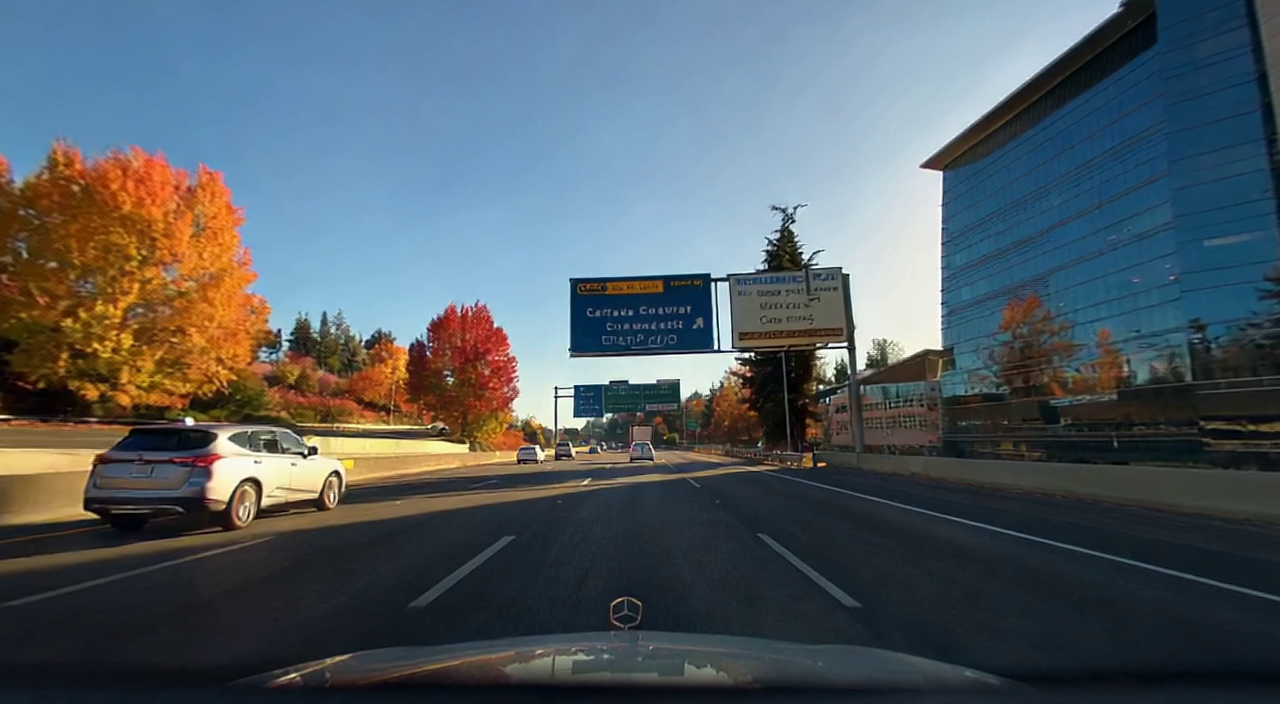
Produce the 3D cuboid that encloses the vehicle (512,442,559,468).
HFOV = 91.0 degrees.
[{"bbox_3d":[-6.417,6.363,39.149,2.074,1.495,4.643,0,-9,1],"label":"vehicle"}]

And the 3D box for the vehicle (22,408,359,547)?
[{"bbox_3d":[-7.136,2.052,10.973,2.146,1.834,4.999,0,-9,0],"label":"vehicle"}]

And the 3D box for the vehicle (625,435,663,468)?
[{"bbox_3d":[0.224,6.123,38.947,2.245,1.863,4.801,0,-9,0],"label":"vehicle"}]
